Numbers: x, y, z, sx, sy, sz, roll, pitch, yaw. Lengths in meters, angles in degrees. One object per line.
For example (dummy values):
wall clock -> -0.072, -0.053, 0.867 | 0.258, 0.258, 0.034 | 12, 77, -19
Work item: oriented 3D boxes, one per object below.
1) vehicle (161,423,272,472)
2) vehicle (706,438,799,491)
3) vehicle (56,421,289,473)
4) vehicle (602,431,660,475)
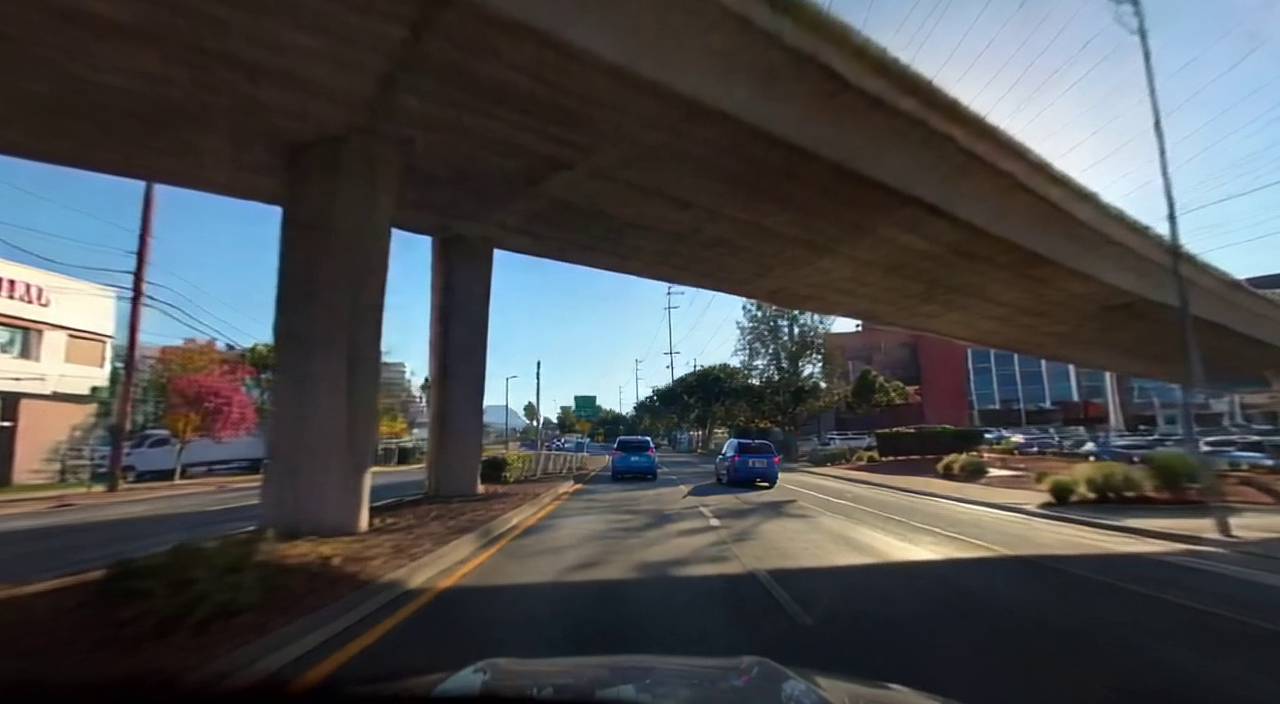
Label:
vehicle -> -24.086, 5.430, 36.042 | 4.412, 2.662, 2.544 | 1, -8, -10
vehicle -> 3.381, 3.471, 19.895 | 1.954, 1.479, 4.557 | 0, -8, -2
vehicle -> -28.024, 5.721, 38.469 | 11.007, 2.864, 3.115 | 1, -7, -11
vehicle -> -0.377, 4.575, 28.724 | 2.441, 1.813, 4.581 | 0, -8, 0
